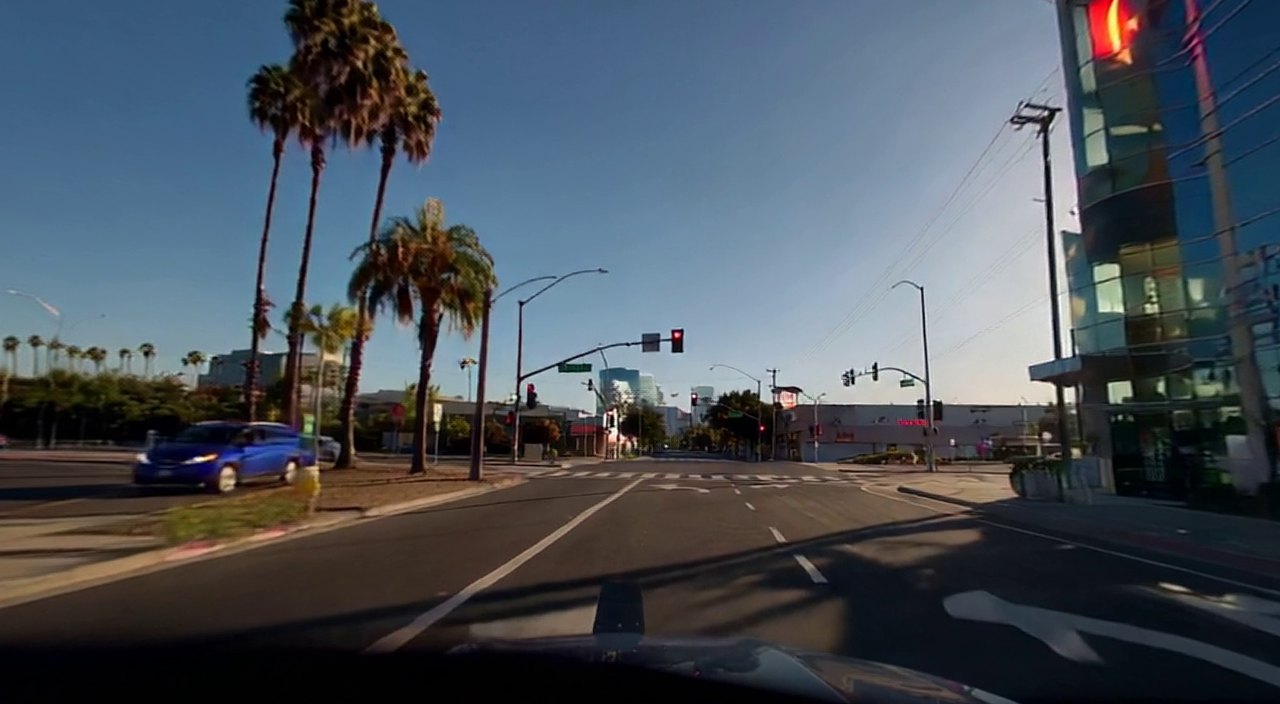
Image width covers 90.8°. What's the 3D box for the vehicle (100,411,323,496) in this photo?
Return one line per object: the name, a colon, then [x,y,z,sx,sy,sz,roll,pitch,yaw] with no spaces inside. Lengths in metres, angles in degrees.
vehicle: [-10.441,2.541,15.995,2.109,1.816,4.670,-1,-8,4]
